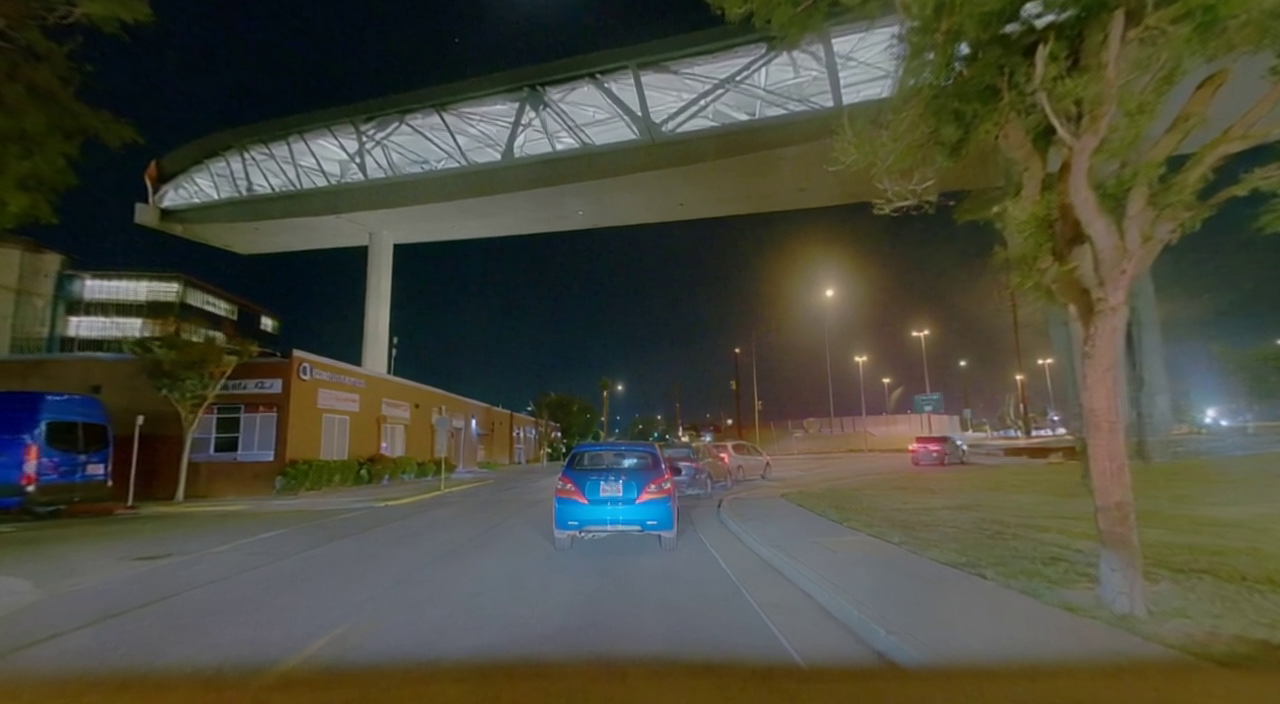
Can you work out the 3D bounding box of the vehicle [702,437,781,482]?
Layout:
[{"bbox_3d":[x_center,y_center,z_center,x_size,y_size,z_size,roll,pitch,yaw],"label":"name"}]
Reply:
[{"bbox_3d":[4.456,4.591,27.328,1.995,1.762,4.310,-5,-10,28],"label":"vehicle"}]

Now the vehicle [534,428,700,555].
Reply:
[{"bbox_3d":[-0.213,2.106,10.329,2.087,1.578,4.652,0,-8,2],"label":"vehicle"}]

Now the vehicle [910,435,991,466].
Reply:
[{"bbox_3d":[19.242,6.095,39.188,4.425,1.828,2.032,4,-9,-24],"label":"vehicle"}]

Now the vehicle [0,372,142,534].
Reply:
[{"bbox_3d":[-13.512,1.920,12.228,5.356,2.762,2.644,0,-8,1],"label":"vehicle"}]
